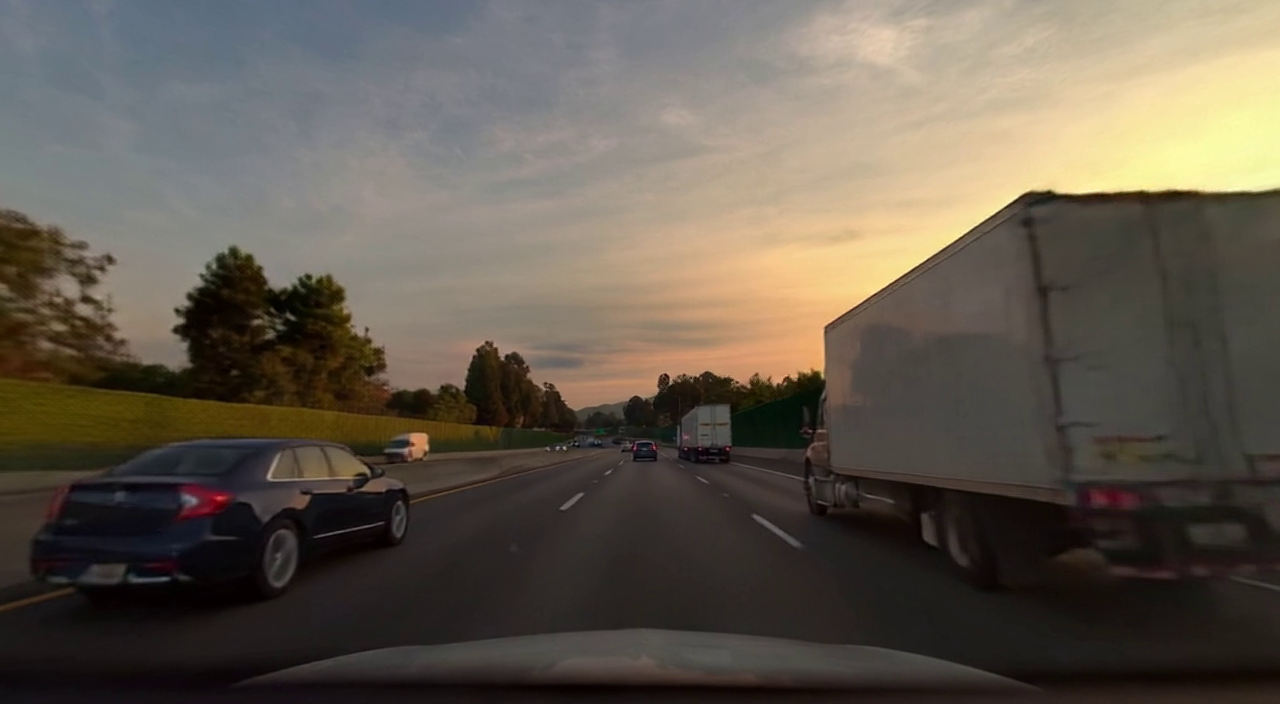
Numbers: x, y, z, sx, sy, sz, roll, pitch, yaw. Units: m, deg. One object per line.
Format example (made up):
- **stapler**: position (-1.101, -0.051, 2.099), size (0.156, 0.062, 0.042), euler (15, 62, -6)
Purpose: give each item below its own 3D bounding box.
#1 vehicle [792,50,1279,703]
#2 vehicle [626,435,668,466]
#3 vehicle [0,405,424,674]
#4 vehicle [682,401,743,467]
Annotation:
- **vehicle**: position (4.097, 0.648, 7.220), size (2.742, 3.383, 8.285), euler (0, -8, 1)
- **vehicle**: position (0.431, 5.998, 38.434), size (2.389, 1.760, 4.473), euler (0, -8, 0)
- **vehicle**: position (-3.682, 1.347, 5.646), size (1.988, 1.488, 4.113), euler (0, -8, 1)
- **vehicle**: position (5.098, 6.216, 47.207), size (3.117, 4.150, 13.929), euler (0, -8, 1)
